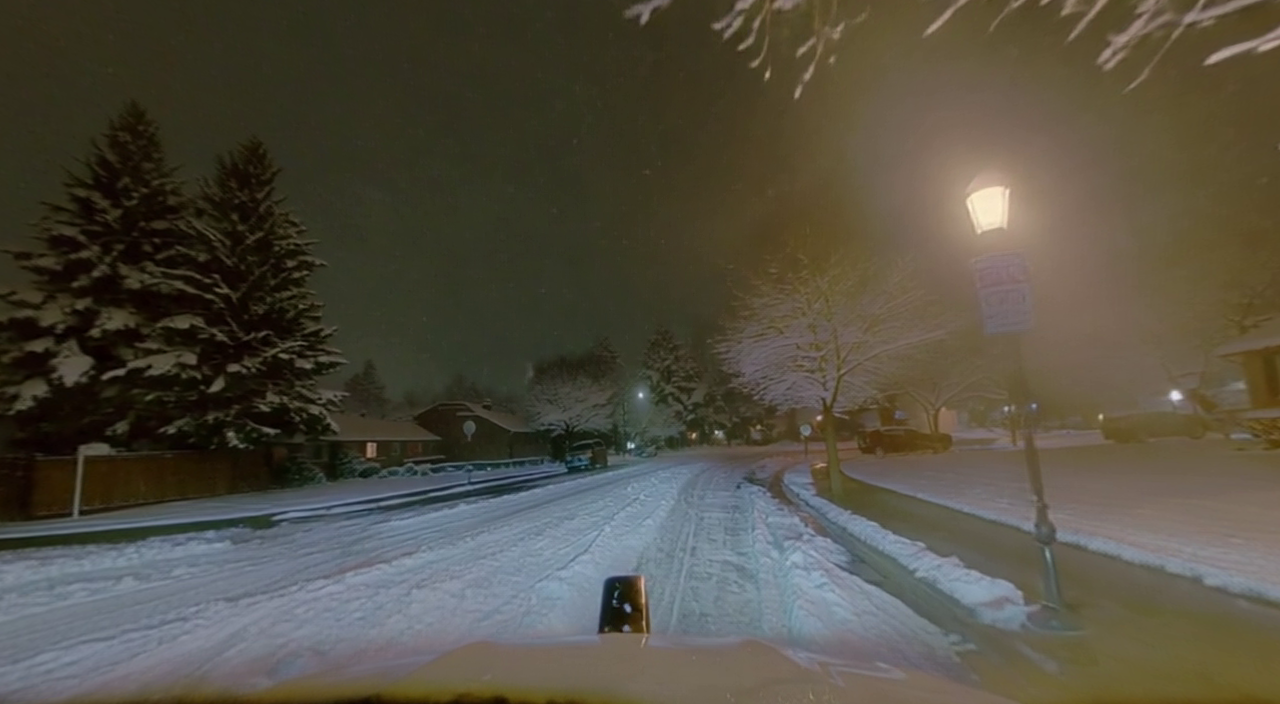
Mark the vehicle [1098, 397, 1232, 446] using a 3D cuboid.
[{"bbox_3d":[18.956,2.620,23.080,1.806,1.481,4.671,-6,-10,14],"label":"vehicle"}]
